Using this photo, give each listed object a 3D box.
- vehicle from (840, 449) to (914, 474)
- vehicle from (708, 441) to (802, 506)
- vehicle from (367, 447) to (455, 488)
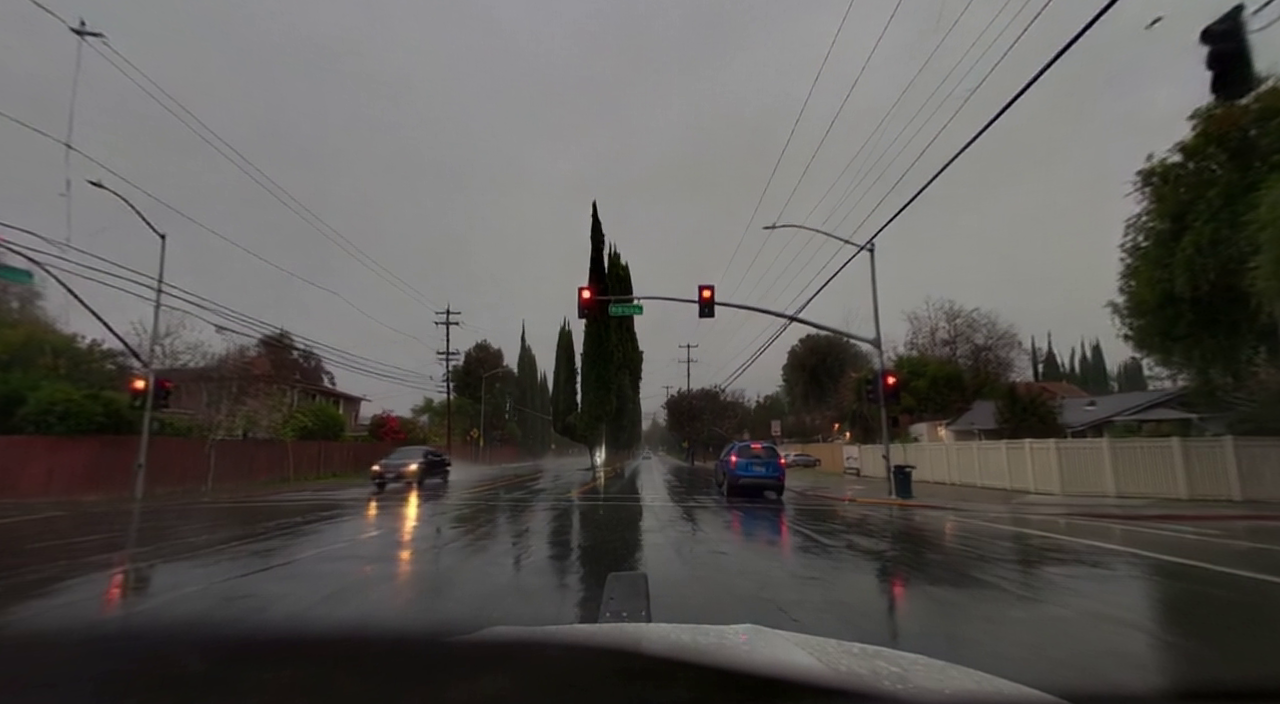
[{"bbox_3d":[15.541,7.196,41.487,4.135,1.558,1.929,0,-8,3],"label":"vehicle"},{"bbox_3d":[3.576,3.867,20.655,2.144,1.843,4.827,0,-9,0],"label":"vehicle"},{"bbox_3d":[-10.191,5.157,28.487,2.241,1.620,4.511,-2,-9,1],"label":"vehicle"}]
